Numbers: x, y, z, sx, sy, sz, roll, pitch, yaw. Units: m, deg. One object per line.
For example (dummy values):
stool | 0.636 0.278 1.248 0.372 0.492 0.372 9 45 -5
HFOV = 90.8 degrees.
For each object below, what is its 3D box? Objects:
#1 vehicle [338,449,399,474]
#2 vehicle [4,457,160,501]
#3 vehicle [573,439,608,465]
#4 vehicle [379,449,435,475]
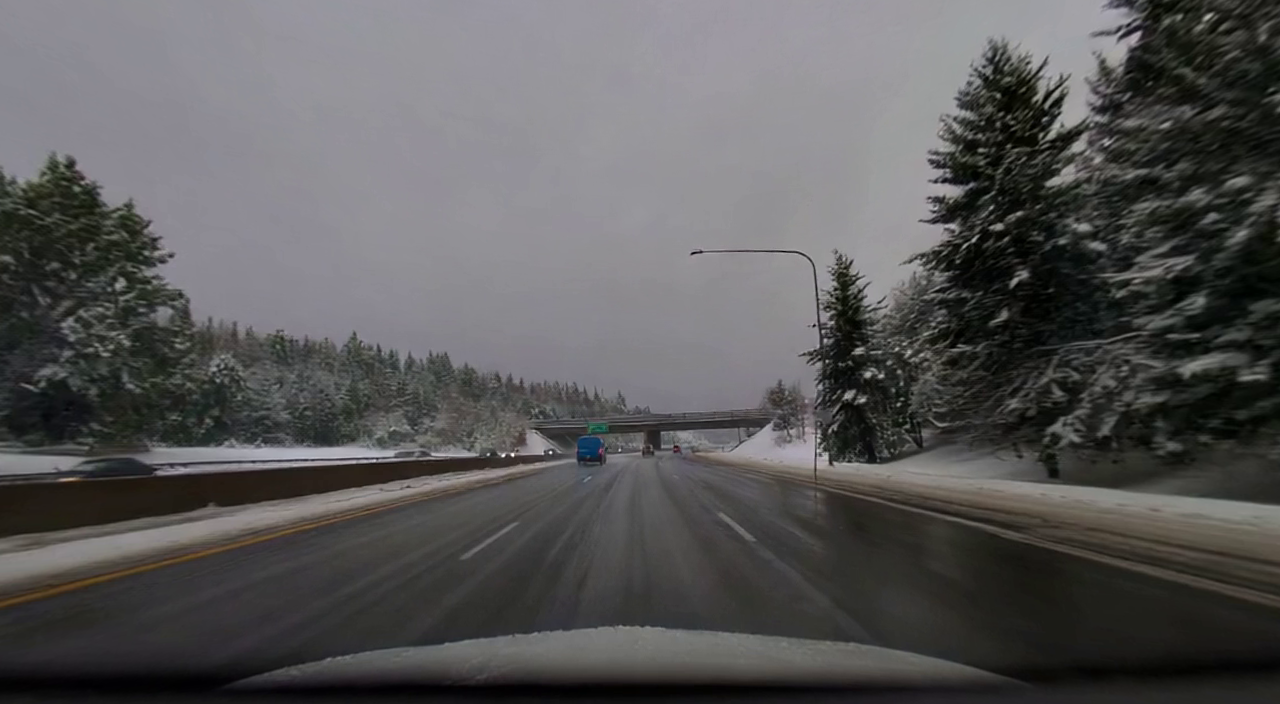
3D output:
vehicle | -17.630 7.112 41.295 1.879 1.478 4.518 0 -8 2
vehicle | -21.801 4.939 24.990 1.825 1.456 4.658 0 -8 2
vehicle | -3.459 7.105 45.002 2.031 1.704 4.435 0 -8 2
vehicle | -13.655 6.454 37.234 1.778 1.420 3.595 0 -8 2
